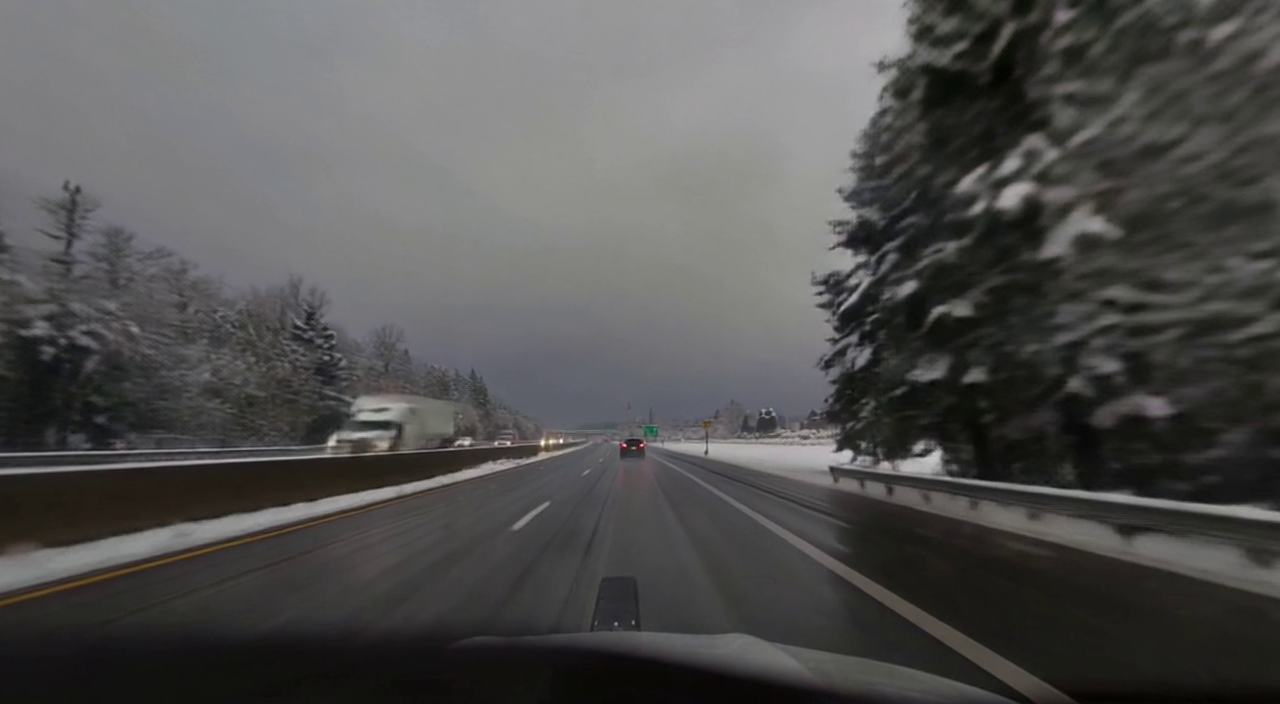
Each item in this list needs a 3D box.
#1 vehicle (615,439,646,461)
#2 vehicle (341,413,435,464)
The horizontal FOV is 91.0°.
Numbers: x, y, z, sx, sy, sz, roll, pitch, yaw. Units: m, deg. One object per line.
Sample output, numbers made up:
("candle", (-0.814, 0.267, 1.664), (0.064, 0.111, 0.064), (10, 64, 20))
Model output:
("vehicle", (-0.737, 7.065, 45.593), (2.099, 1.504, 3.843), (0, -8, -2))
("vehicle", (-12.439, 4.360, 31.656), (2.371, 2.306, 5.978), (0, -8, -1))
